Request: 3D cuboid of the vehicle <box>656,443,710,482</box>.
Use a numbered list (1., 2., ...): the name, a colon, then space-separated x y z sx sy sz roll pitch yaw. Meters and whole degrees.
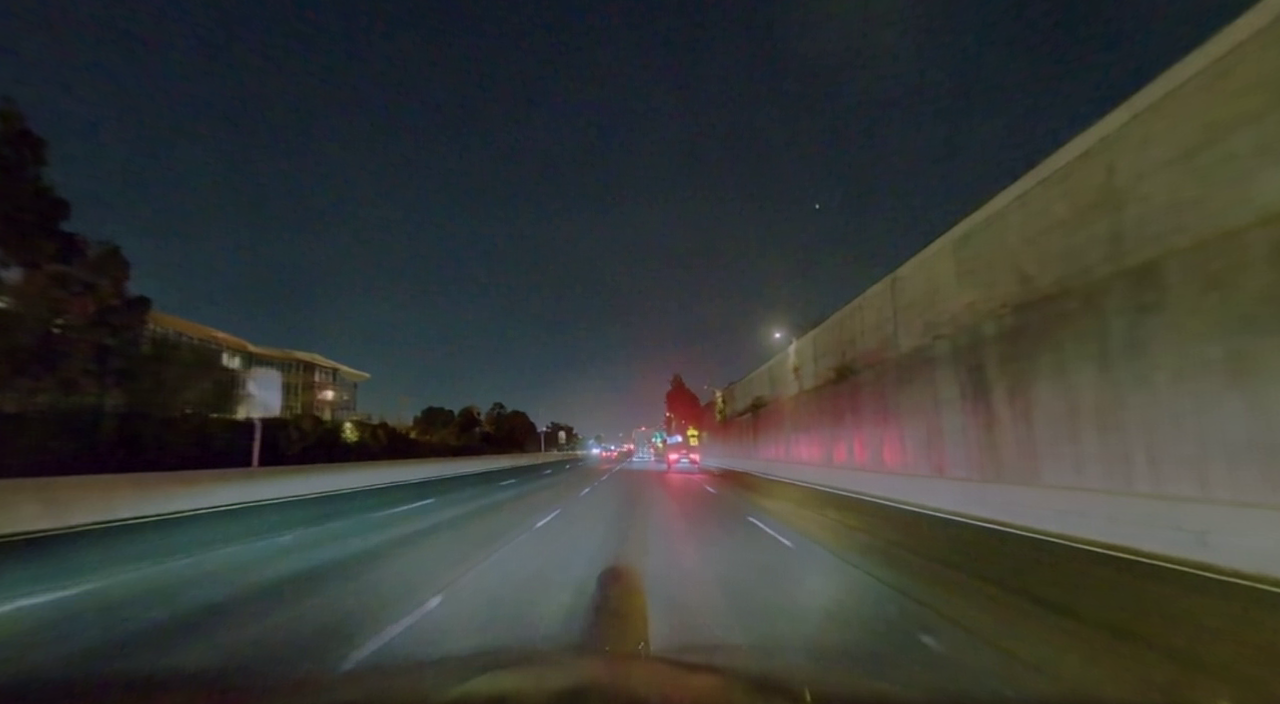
1. vehicle: 1.815 4.874 27.972 1.973 1.536 4.337 0 -9 -1
